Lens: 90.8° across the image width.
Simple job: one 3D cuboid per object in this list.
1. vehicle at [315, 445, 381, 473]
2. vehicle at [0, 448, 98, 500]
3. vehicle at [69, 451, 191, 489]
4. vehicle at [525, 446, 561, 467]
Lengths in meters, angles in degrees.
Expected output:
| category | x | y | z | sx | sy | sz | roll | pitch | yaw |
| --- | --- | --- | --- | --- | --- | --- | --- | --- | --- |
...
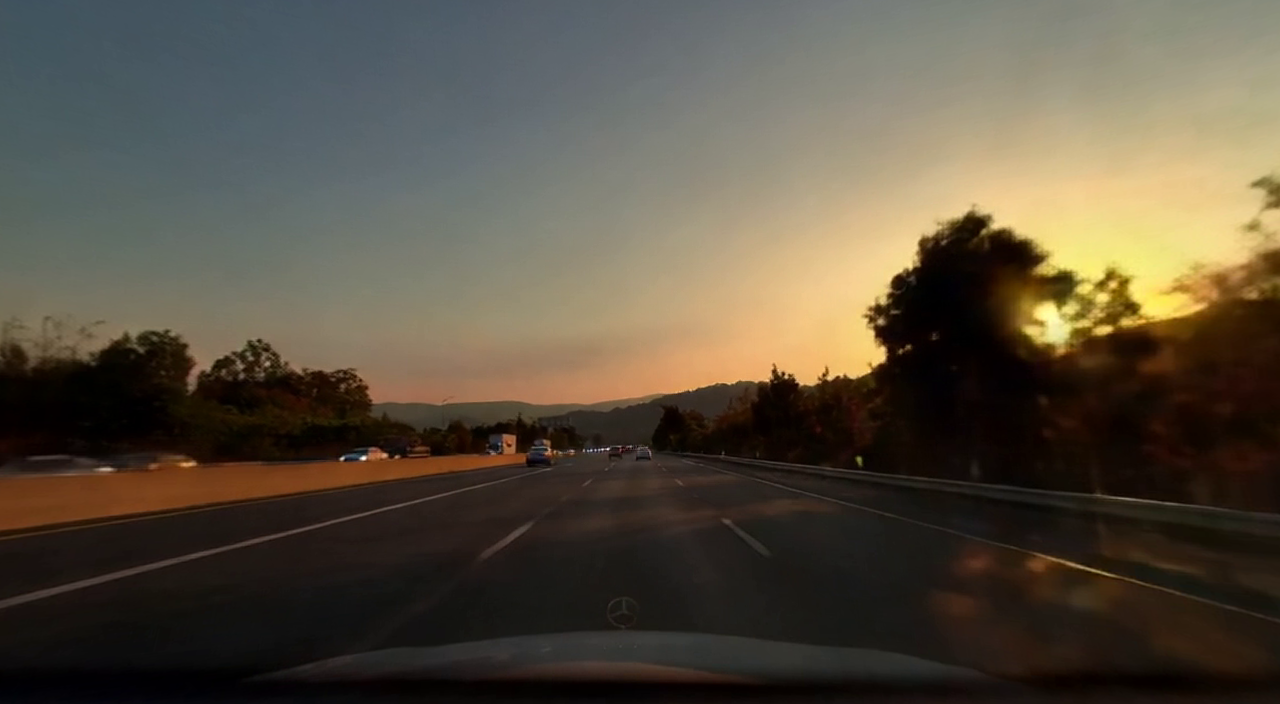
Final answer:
| category | x | y | z | sx | sy | sz | roll | pitch | yaw |
| --- | --- | --- | --- | --- | --- | --- | --- | --- | --- |
| vehicle | -19.302 | 7.092 | 42.027 | 1.959 | 1.678 | 5.042 | 0 | -9 | 0 |
| vehicle | -19.070 | 3.653 | 19.034 | 1.780 | 1.466 | 3.993 | 0 | -9 | 1 |
| vehicle | -22.834 | 5.271 | 28.502 | 1.872 | 1.519 | 4.325 | 0 | -9 | 0 |
| vehicle | -7.265 | 7.937 | 47.856 | 1.973 | 1.494 | 4.419 | 0 | -9 | 1 |
